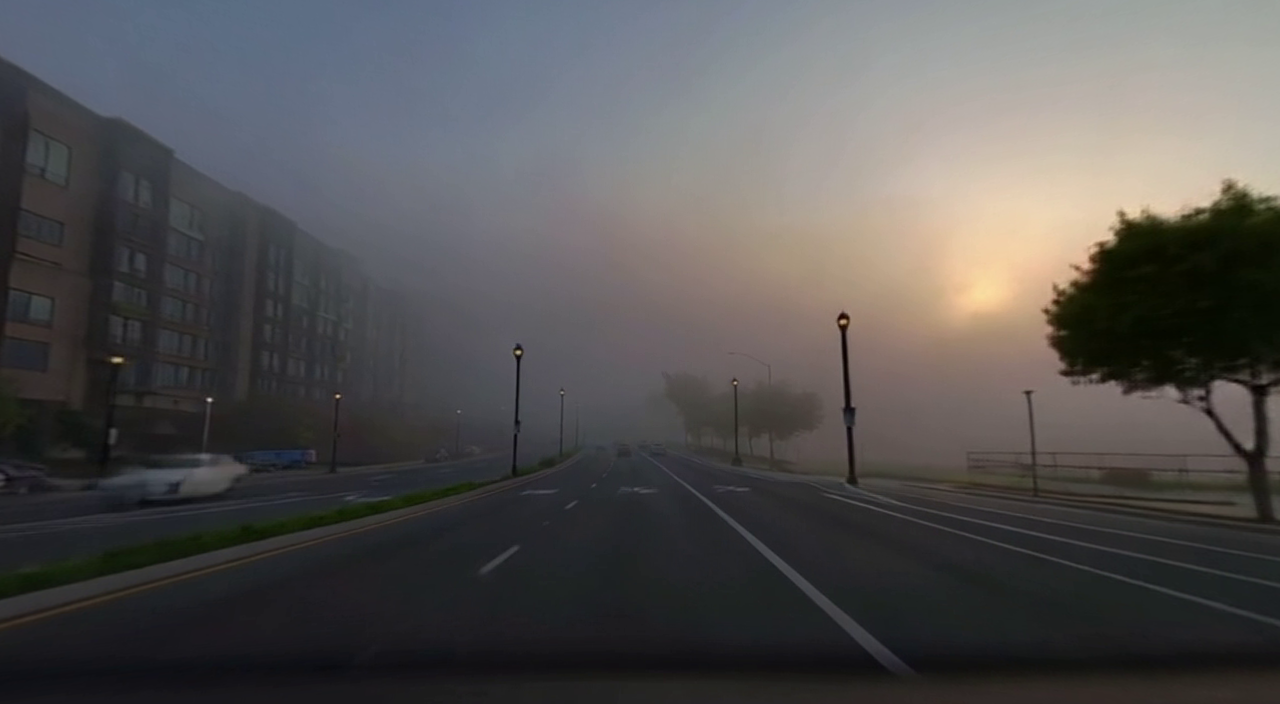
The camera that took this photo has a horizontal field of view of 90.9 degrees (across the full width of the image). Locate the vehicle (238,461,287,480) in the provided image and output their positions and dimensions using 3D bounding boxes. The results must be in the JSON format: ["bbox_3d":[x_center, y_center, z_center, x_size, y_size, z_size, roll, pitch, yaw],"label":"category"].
[{"bbox_3d":[-28.946,9.086,48.391,1.518,1.364,3.470,-1,-9,1],"label":"vehicle"}]

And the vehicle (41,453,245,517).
[{"bbox_3d":[-13.247,3.521,17.244,1.811,1.433,4.387,-1,-8,4],"label":"vehicle"}]

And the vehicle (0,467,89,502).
[{"bbox_3d":[-29.213,6.351,30.376,1.629,1.411,3.897,0,-8,2],"label":"vehicle"}]
